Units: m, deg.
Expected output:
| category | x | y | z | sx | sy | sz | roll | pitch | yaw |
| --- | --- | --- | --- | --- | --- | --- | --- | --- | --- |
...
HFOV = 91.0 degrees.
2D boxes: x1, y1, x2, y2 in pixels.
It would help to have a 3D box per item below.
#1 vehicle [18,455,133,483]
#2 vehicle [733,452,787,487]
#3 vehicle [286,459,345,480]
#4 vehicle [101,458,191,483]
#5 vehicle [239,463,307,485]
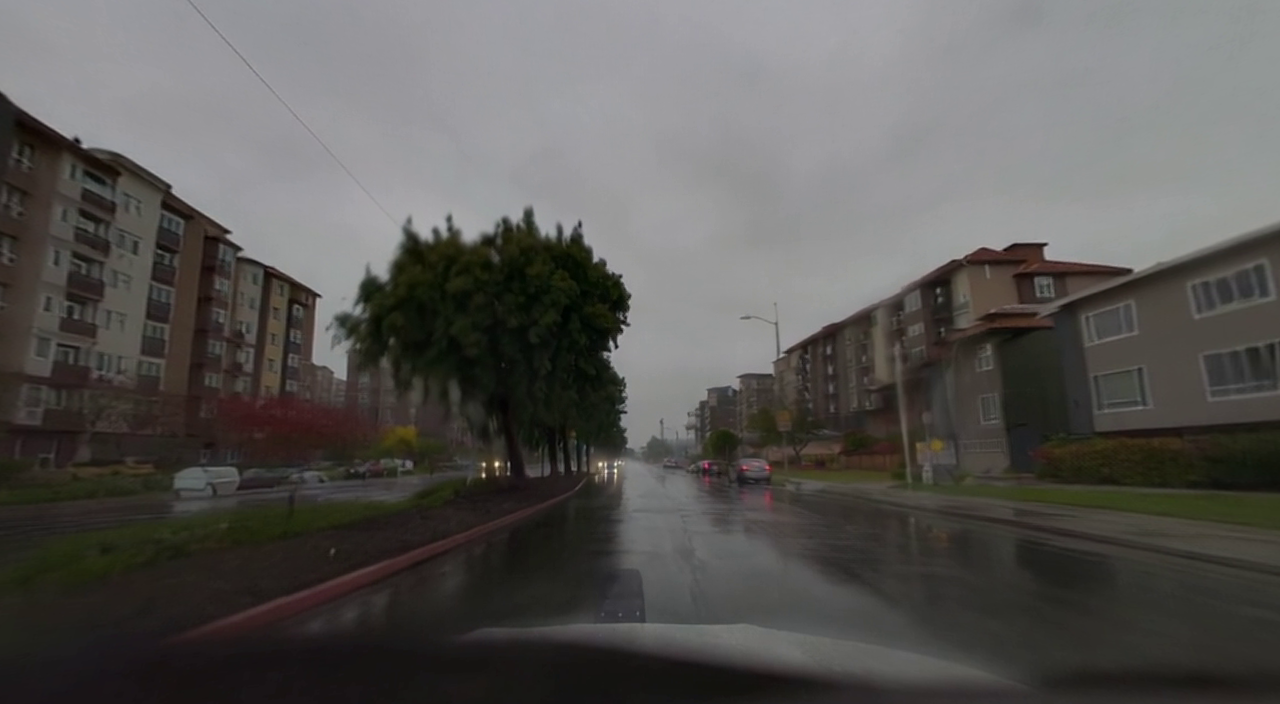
| category | x | y | z | sx | sy | sz | roll | pitch | yaw |
| --- | --- | --- | --- | --- | --- | --- | --- | --- | --- |
| vehicle | -33.280 | 6.863 | 37.207 | 2.023 | 1.567 | 4.818 | -9 | -13 | 44 |
| vehicle | 7.006 | 6.901 | 37.342 | 2.241 | 1.877 | 4.810 | 0 | -9 | 0 |
| vehicle | -25.645 | 9.316 | 49.976 | 1.939 | 1.514 | 4.793 | 0 | -9 | 3 |
| vehicle | -32.539 | 7.782 | 41.520 | 1.836 | 1.533 | 4.324 | -9 | -13 | 43 |
| vehicle | -25.856 | 8.582 | 44.512 | 1.931 | 1.427 | 4.578 | 0 | -9 | 1 |
